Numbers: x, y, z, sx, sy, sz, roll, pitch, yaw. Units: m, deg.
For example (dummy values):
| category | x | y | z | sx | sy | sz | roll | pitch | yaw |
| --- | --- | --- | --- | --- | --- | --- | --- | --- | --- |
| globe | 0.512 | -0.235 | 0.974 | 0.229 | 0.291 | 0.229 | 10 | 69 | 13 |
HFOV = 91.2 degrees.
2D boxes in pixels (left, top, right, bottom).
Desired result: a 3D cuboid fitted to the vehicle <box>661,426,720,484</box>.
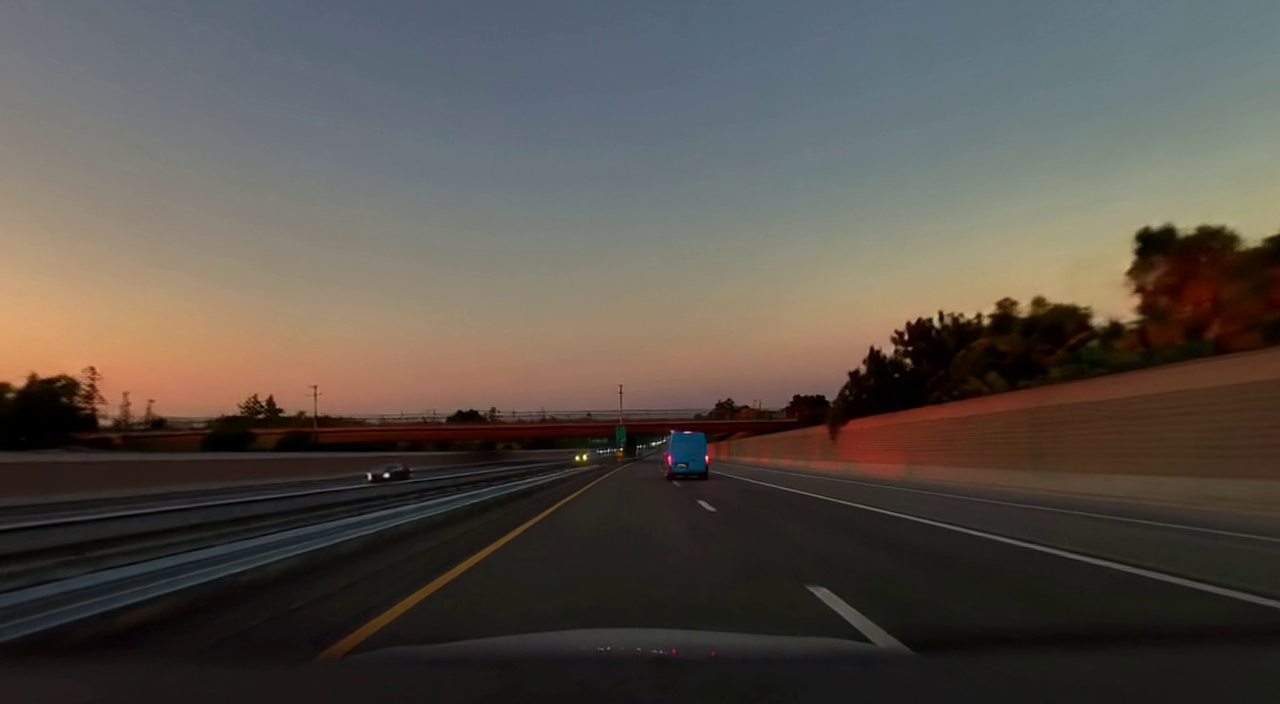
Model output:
| category | x | y | z | sx | sy | sz | roll | pitch | yaw |
| --- | --- | --- | --- | --- | --- | --- | --- | --- | --- |
| vehicle | 2.385 | 5.141 | 31.475 | 2.560 | 2.598 | 5.581 | -1 | -9 | 1 |
